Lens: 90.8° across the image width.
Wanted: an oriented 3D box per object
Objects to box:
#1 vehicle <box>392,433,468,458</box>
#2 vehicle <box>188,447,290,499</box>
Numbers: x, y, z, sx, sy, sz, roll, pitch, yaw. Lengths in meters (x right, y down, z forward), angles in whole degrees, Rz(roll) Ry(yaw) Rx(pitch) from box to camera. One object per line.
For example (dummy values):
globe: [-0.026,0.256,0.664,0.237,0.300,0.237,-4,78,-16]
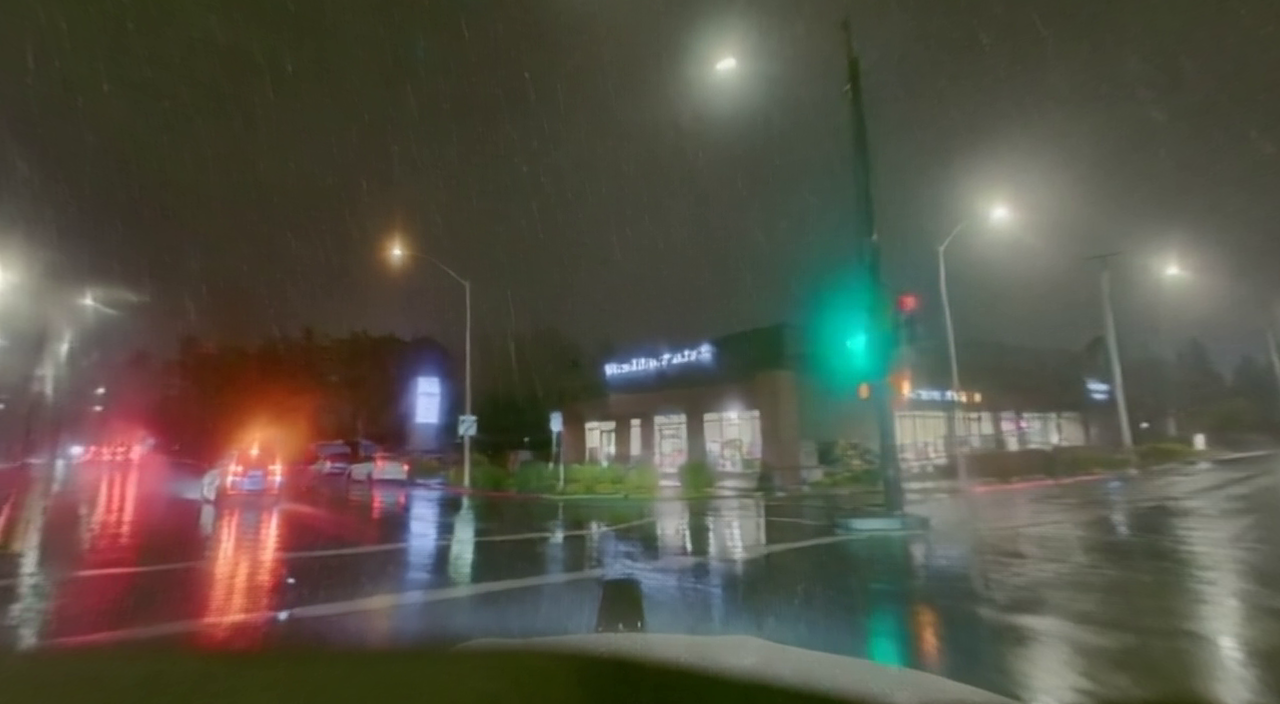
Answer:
vehicle: [-15.659,7.005,47.233,2.189,1.737,4.851,-8,-12,44]
vehicle: [-14.622,4.307,22.947,2.197,1.642,4.312,8,-11,-43]
